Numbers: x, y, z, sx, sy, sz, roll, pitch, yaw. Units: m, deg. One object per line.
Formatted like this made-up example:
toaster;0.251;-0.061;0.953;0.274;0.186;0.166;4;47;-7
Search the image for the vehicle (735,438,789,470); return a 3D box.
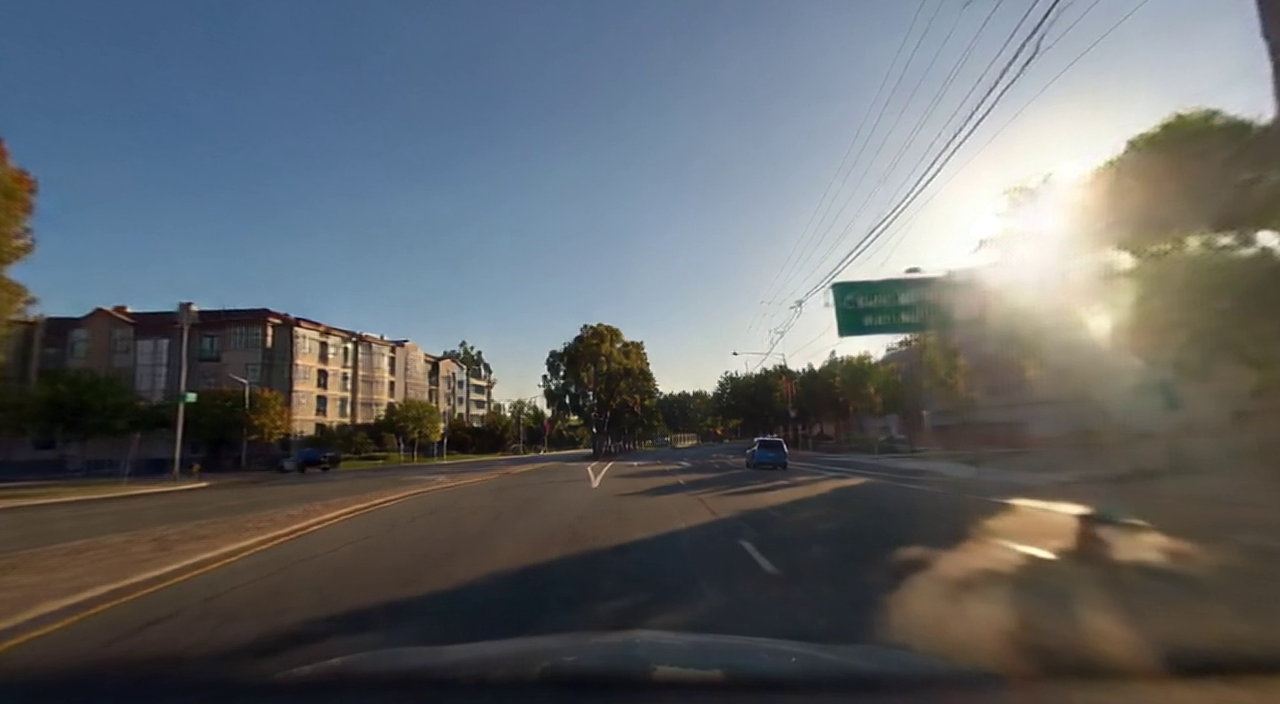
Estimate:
vehicle;6.020;5.060;31.390;1.908;1.476;3.880;0;-9;0
